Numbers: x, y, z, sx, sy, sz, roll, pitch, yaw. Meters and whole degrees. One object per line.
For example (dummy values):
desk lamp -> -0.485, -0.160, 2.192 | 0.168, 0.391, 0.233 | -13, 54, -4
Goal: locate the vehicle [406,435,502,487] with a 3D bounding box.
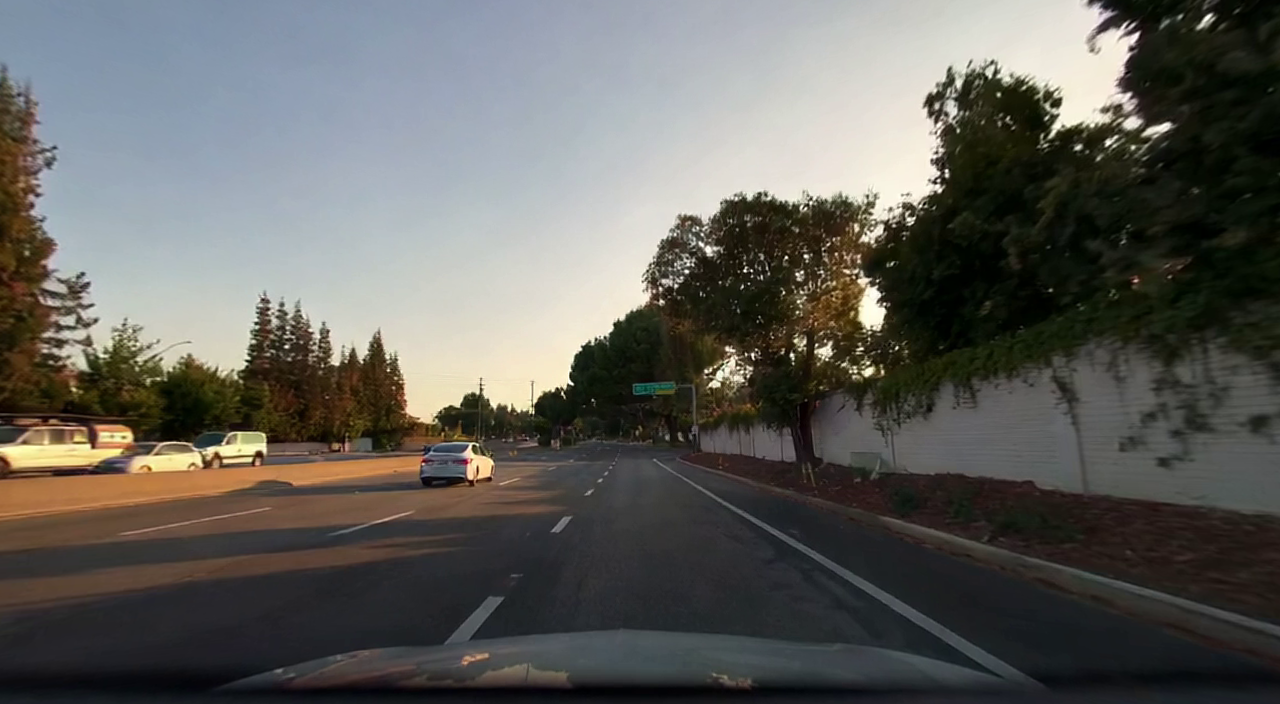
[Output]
vehicle -> -6.726, 3.993, 23.469 | 2.115, 1.711, 4.722 | 0, -9, 0

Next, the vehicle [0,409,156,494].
vehicle -> -26.194, 4.353, 27.755 | 2.959, 3.242, 8.689 | 0, -9, -1

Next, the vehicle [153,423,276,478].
vehicle -> -26.417, 6.150, 39.747 | 2.778, 3.125, 7.002 | 0, -8, 0

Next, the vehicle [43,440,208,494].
vehicle -> -19.145, 4.269, 23.946 | 1.896, 1.785, 5.244 | 0, -9, -1
